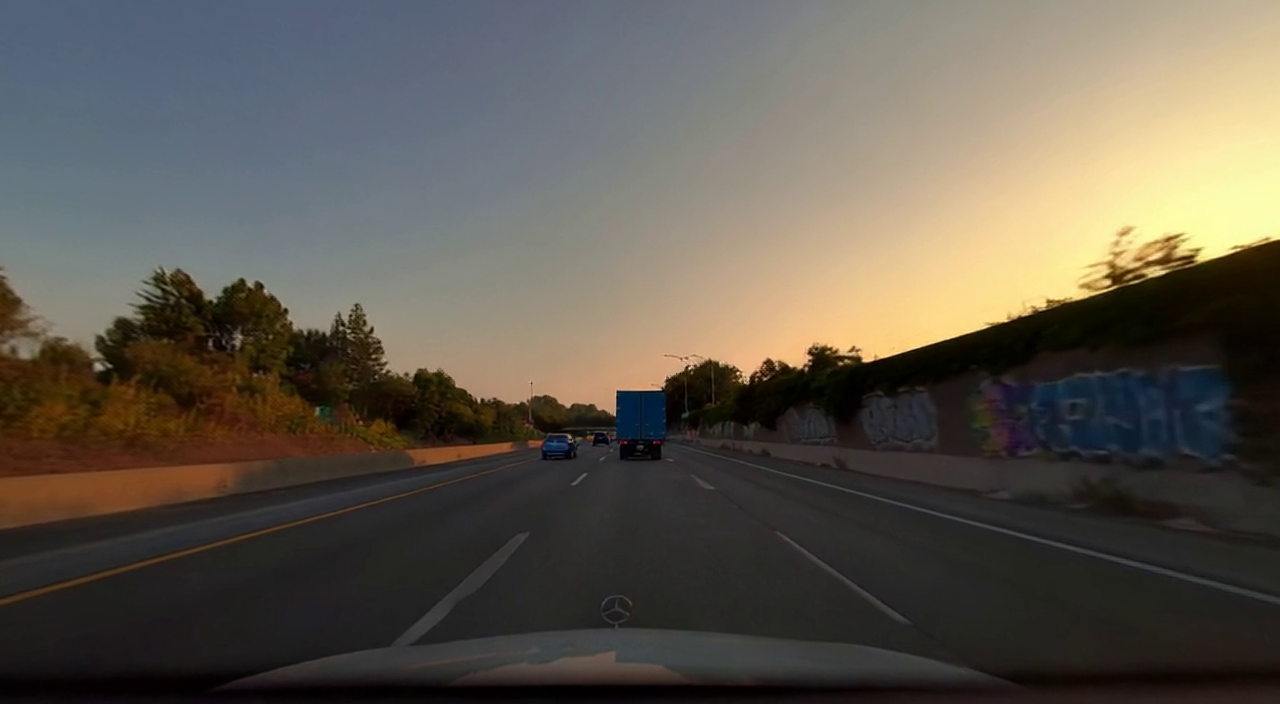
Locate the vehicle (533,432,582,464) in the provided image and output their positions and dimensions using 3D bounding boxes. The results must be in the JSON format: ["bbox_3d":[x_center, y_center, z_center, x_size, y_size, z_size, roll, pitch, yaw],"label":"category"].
[{"bbox_3d":[-4.167,4.922,32.432,1.948,1.526,4.525,0,-8,0],"label":"vehicle"}]

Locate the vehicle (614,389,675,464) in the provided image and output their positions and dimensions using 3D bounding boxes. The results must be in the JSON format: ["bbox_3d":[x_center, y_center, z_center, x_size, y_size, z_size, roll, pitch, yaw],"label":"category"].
[{"bbox_3d":[0.122,4.256,35.498,2.927,3.649,9.443,0,-8,-1],"label":"vehicle"}]
